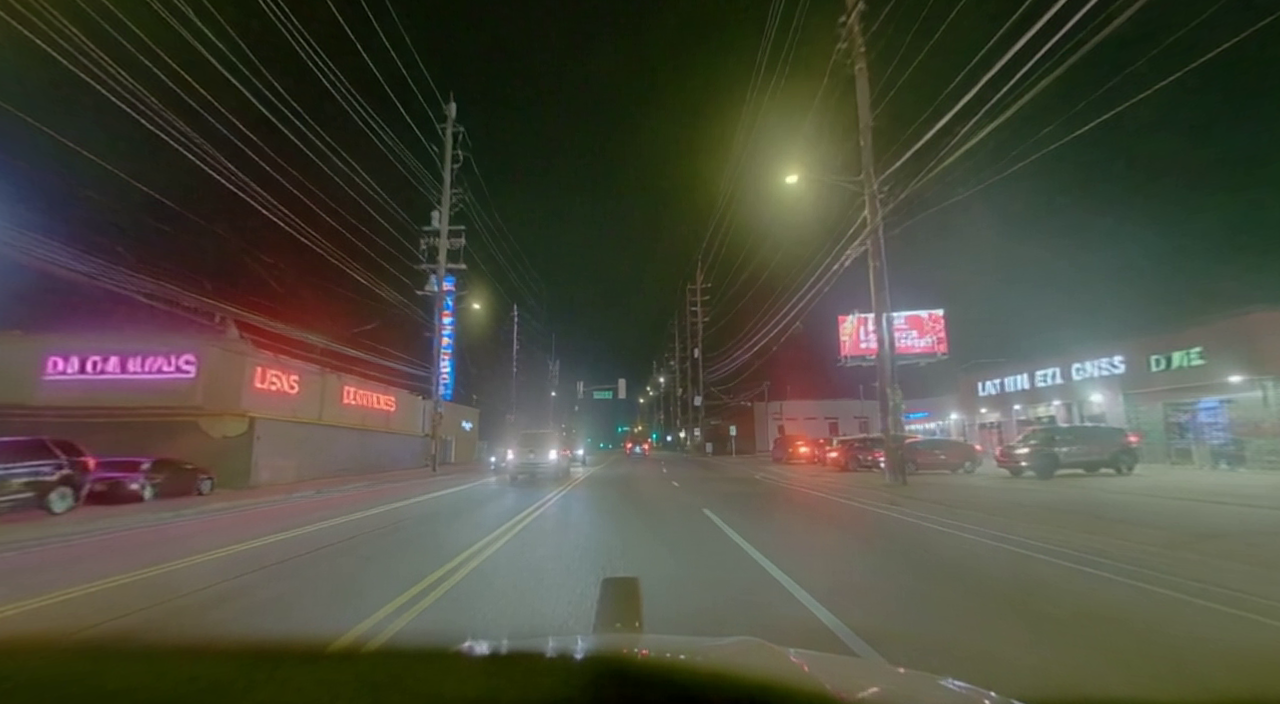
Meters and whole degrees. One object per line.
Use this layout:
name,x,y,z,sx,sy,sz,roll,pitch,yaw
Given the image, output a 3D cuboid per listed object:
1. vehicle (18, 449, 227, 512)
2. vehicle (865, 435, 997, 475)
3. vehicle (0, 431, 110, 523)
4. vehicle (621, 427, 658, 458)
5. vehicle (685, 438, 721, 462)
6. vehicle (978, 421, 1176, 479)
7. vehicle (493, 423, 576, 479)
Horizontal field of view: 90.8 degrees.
vehicle,-14.295,3.521,17.897,1.960,1.503,4.505,-1,-9,3
vehicle,11.327,4.044,24.854,4.238,1.464,1.862,-1,-9,2
vehicle,-13.875,2.535,12.790,2.044,1.830,4.800,-1,-8,1
vehicle,-0.004,7.170,49.873,2.683,2.295,6.404,0,-8,1
vehicle,4.158,6.599,42.606,1.926,1.482,4.442,0,-8,0
vehicle,15.011,3.383,21.937,5.307,1.877,2.052,0,-8,-1
vehicle,-3.912,3.820,24.557,2.277,1.904,5.583,0,-8,0
